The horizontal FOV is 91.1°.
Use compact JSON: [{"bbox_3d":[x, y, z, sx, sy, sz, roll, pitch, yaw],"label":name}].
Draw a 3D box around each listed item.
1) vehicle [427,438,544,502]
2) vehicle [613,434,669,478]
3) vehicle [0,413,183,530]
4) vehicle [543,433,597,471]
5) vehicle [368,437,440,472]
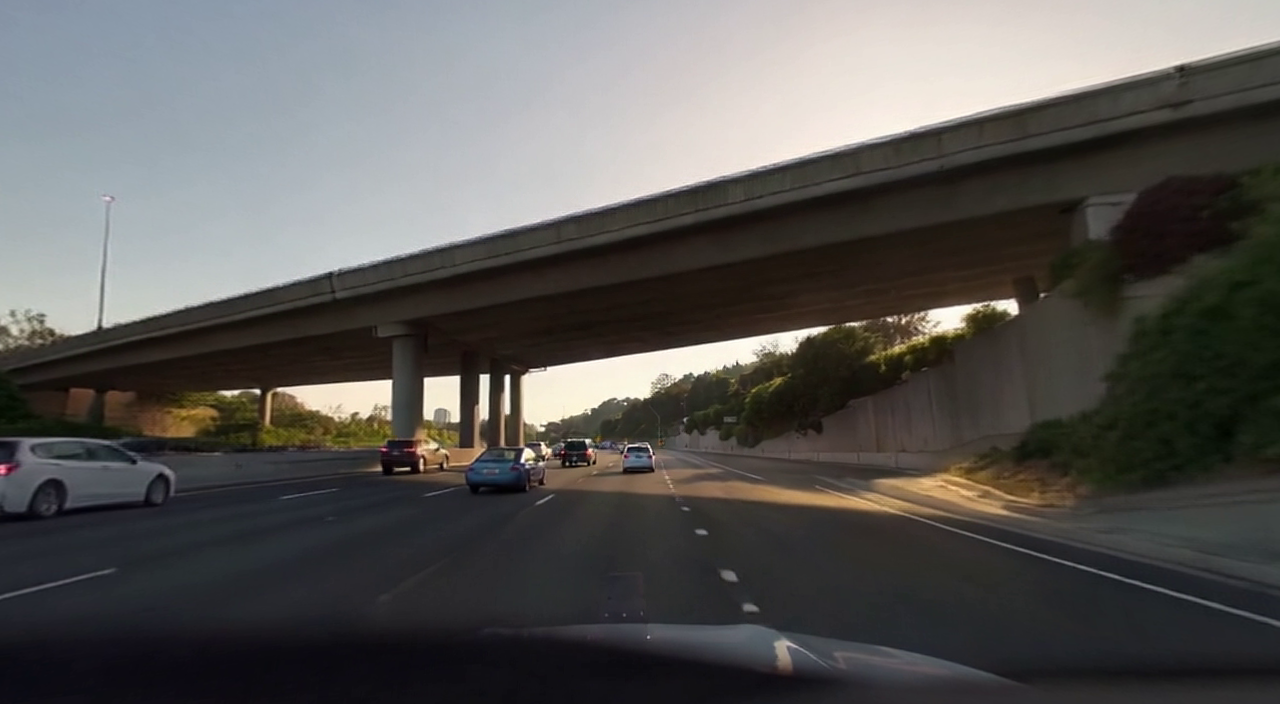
[{"bbox_3d":[-4.009,3.124,17.144,1.997,1.490,4.471,0,-8,1],"label":"vehicle"},{"bbox_3d":[0.040,4.316,26.378,2.160,1.678,4.178,0,-8,0],"label":"vehicle"},{"bbox_3d":[-11.059,2.062,11.118,2.119,1.816,5.019,0,-8,0],"label":"vehicle"},{"bbox_3d":[-3.632,5.268,33.365,2.237,1.841,4.683,0,-8,1],"label":"vehicle"},{"bbox_3d":[-11.954,5.190,32.090,1.954,1.640,4.339,0,-8,0],"label":"vehicle"}]
